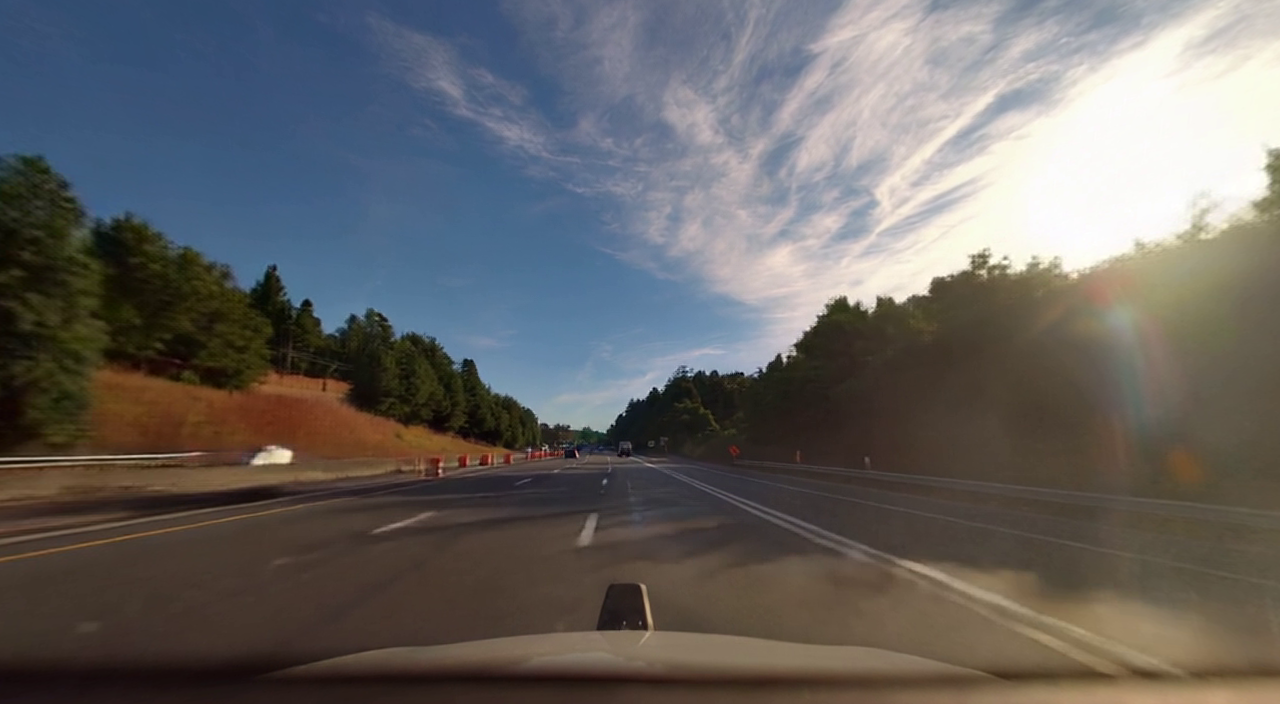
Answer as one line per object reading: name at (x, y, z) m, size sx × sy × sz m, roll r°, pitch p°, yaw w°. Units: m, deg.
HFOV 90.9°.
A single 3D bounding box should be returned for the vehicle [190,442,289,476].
vehicle at (-19.824, 5.334, 31.487) m, size 1.965 × 1.545 × 4.703 m, roll 0°, pitch -9°, yaw -2°
